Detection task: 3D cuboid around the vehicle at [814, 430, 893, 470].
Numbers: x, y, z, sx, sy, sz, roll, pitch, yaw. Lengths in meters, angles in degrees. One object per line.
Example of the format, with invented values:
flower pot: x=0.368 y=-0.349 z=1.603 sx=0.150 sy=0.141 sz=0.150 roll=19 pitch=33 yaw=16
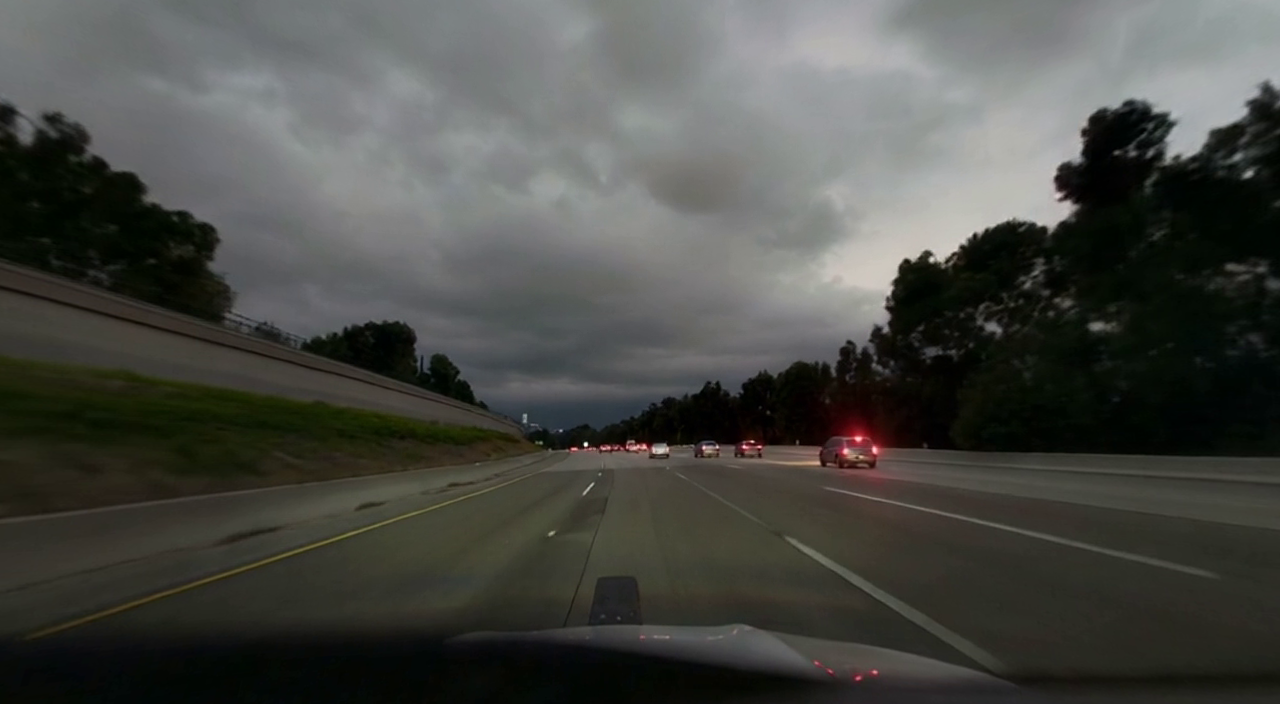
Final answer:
vehicle: x=10.183 y=4.746 z=30.419 sx=2.077 sy=1.763 sz=4.472 roll=0 pitch=-9 yaw=-3
